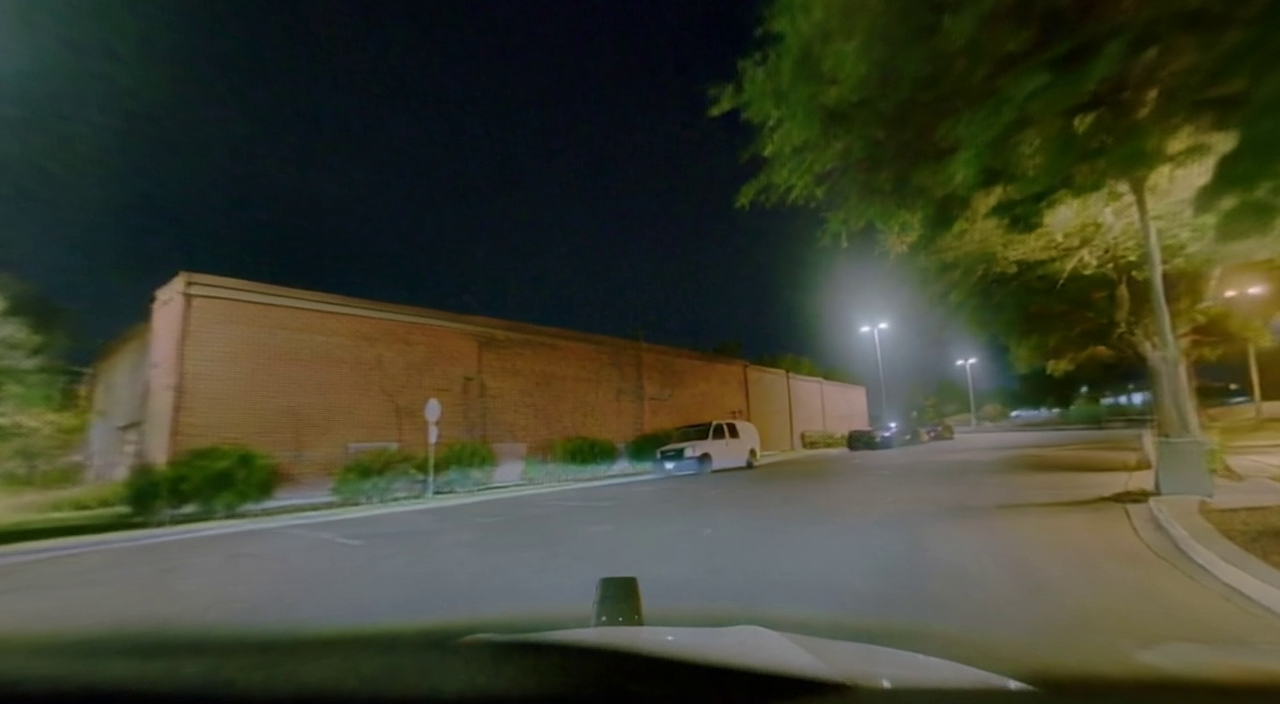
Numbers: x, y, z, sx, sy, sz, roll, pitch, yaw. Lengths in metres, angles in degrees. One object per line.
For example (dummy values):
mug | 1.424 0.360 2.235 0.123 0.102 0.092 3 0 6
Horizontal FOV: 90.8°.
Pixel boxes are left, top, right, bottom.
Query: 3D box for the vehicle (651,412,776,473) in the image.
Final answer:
vehicle | 3.110 3.617 25.711 2.433 2.193 5.547 -6 -9 39

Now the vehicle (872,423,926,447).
vehicle | 17.635 5.611 42.925 2.038 1.525 4.383 -6 -9 40

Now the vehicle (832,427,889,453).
vehicle | 13.386 5.299 38.259 1.938 1.191 3.630 -14 -13 38
